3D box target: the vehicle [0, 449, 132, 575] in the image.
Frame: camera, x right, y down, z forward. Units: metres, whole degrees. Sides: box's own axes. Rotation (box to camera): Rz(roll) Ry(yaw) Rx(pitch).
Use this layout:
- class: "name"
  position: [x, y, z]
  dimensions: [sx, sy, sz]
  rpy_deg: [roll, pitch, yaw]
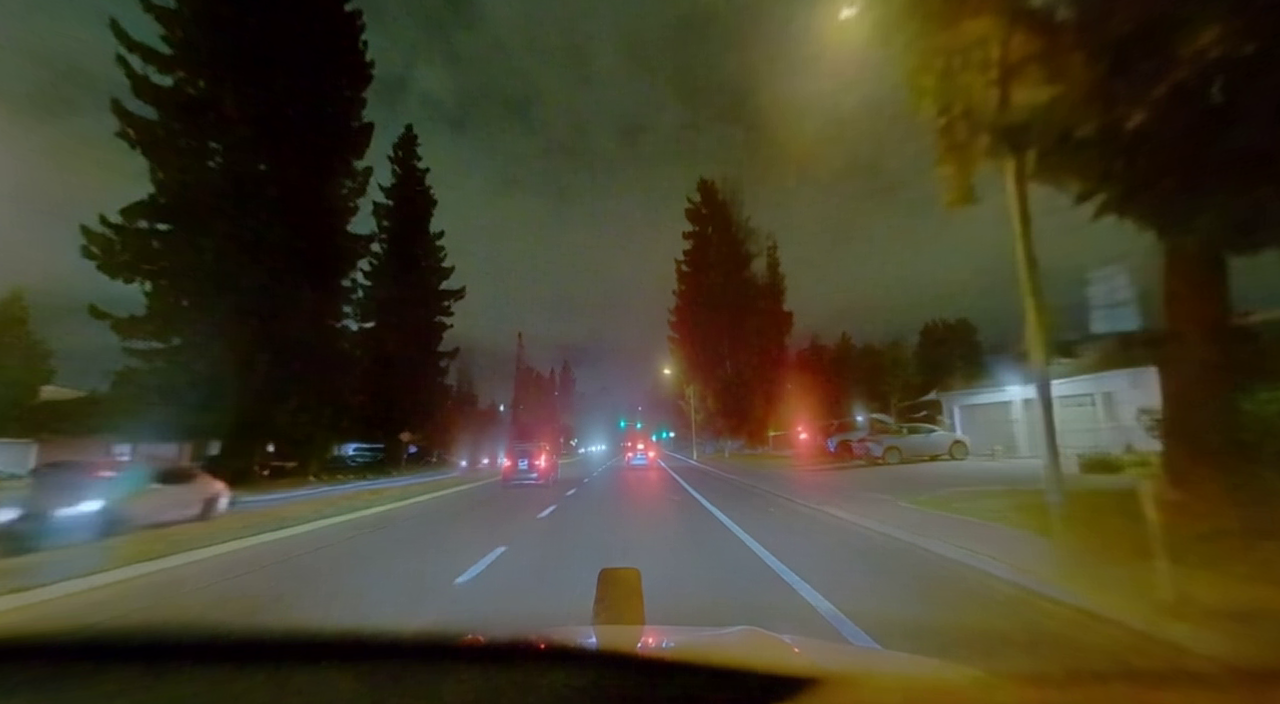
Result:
- class: "vehicle"
  position: [-8.996, 2.017, 7.754]
  dimensions: [2.192, 1.516, 3.995]
  rpy_deg: [-2, -8, 0]

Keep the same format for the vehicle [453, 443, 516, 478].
- class: "vehicle"
  position: [-7.873, 5.524, 32.439]
  dimensions: [1.983, 1.538, 4.575]
  rpy_deg: [-3, -8, 1]

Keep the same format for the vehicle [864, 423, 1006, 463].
- class: "vehicle"
  position: [11.339, 3.544, 24.532]
  dimensions: [4.573, 1.461, 1.867]
  rpy_deg: [0, -8, 0]

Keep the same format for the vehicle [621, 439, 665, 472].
- class: "vehicle"
  position: [0.124, 5.129, 31.648]
  dimensions: [2.062, 1.518, 3.901]
  rpy_deg: [0, -8, 0]

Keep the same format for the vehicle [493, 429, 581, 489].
- class: "vehicle"
  position: [-3.272, 3.521, 21.097]
  dimensions: [2.157, 1.771, 4.452]
  rpy_deg: [0, -8, 0]

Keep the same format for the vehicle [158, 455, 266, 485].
- class: "vehicle"
  position: [-22.775, 6.282, 33.749]
  dimensions: [4.370, 1.496, 1.887]
  rpy_deg: [0, -8, -3]
